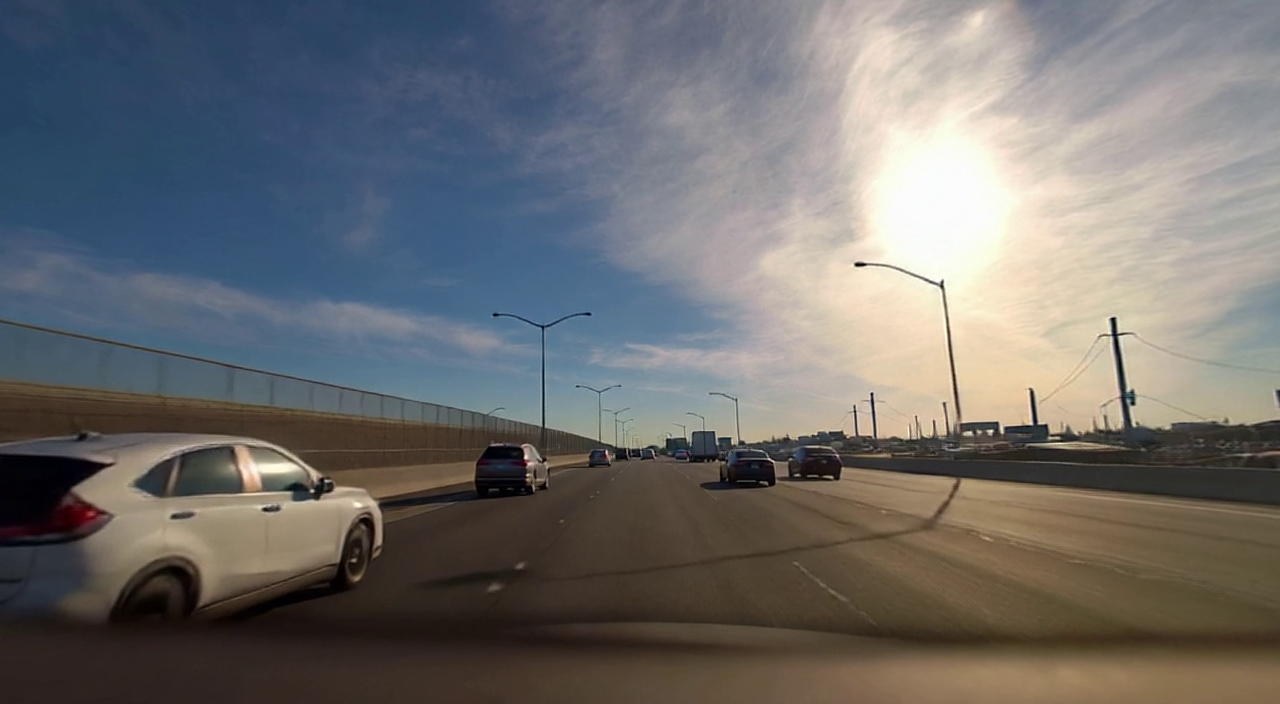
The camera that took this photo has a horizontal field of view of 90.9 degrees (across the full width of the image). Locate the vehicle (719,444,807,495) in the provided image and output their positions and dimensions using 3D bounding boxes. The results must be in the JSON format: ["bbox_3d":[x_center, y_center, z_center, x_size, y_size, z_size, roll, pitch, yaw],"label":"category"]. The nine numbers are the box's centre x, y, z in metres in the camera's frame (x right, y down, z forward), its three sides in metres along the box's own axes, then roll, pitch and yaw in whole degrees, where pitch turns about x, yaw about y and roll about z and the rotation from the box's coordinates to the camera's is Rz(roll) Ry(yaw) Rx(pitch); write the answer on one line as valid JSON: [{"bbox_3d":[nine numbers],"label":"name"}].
[{"bbox_3d":[3.889,3.776,20.747,1.942,1.453,4.329,0,-8,-1],"label":"vehicle"}]

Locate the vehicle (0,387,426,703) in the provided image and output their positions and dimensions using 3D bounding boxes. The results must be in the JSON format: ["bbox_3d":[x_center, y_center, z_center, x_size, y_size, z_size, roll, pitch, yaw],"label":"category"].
[{"bbox_3d":[-3.432,1.208,4.358,2.067,1.555,4.851,-1,-8,2],"label":"vehicle"}]

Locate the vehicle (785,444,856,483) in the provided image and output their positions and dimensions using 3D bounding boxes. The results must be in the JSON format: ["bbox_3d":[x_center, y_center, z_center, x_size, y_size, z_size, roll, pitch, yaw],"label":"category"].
[{"bbox_3d":[7.600,4.727,27.008,1.860,1.520,3.961,0,-8,0],"label":"vehicle"}]

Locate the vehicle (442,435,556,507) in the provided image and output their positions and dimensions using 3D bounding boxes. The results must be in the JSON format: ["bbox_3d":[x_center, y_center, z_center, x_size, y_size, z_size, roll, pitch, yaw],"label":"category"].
[{"bbox_3d":[-3.595,3.099,16.928,2.036,1.669,4.112,0,-8,1],"label":"vehicle"}]
